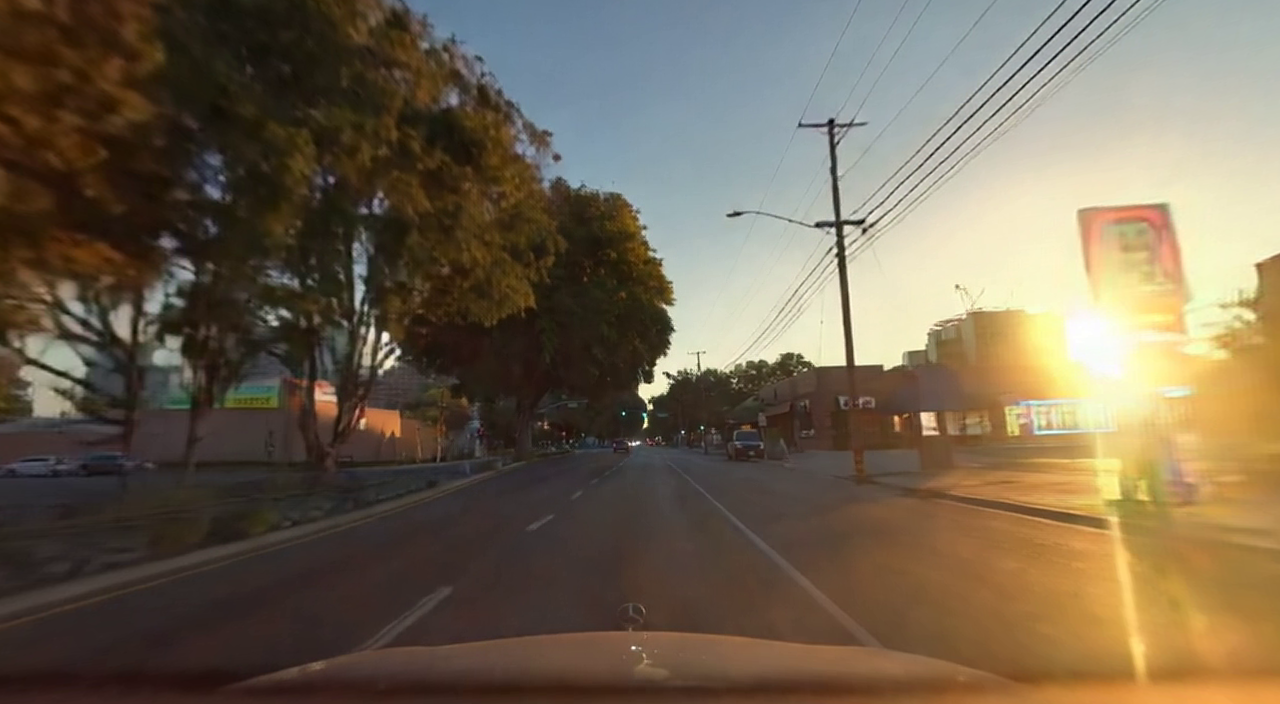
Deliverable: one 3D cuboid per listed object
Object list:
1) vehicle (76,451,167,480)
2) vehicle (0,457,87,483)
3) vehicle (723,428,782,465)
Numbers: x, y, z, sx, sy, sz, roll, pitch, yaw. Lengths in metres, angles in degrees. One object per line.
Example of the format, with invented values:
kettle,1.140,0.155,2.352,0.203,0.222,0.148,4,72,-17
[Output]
vehicle,-36.907,8.052,45.103,2.112,1.854,5.033,0,-8,1
vehicle,-42.014,8.297,44.420,1.898,1.619,4.511,0,-8,0
vehicle,7.633,6.524,43.608,2.764,2.327,6.492,0,-8,0
